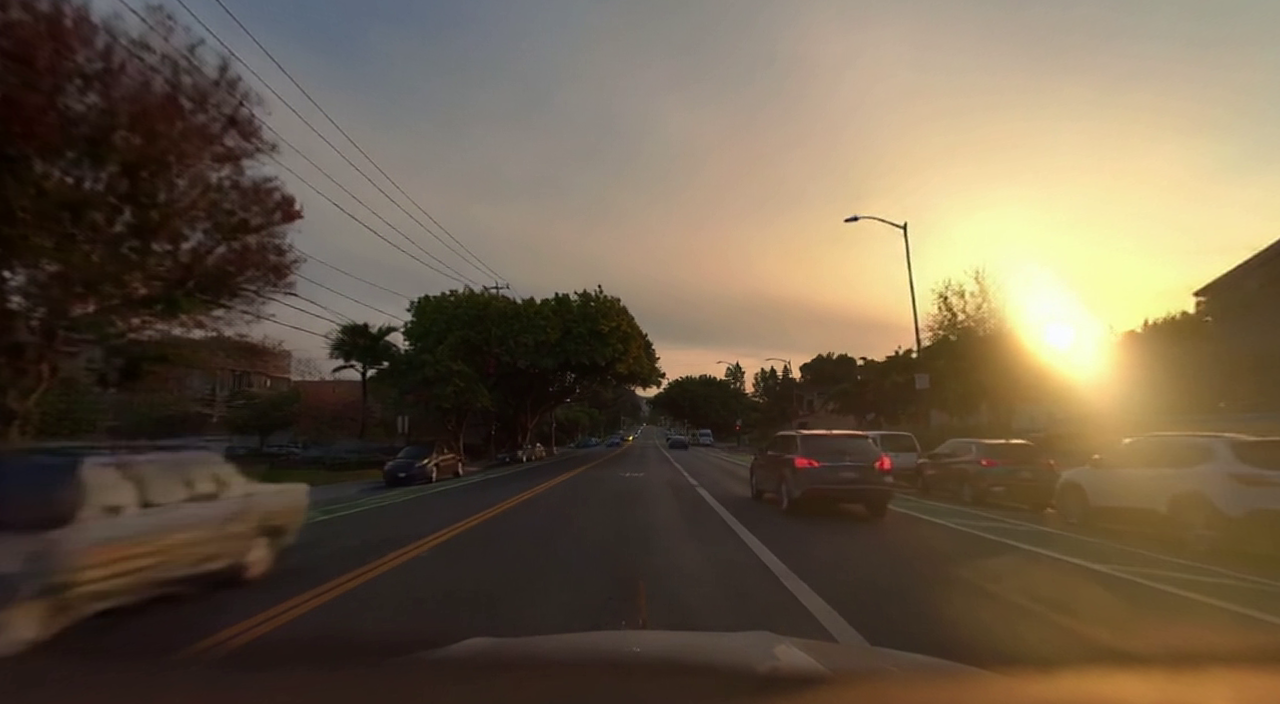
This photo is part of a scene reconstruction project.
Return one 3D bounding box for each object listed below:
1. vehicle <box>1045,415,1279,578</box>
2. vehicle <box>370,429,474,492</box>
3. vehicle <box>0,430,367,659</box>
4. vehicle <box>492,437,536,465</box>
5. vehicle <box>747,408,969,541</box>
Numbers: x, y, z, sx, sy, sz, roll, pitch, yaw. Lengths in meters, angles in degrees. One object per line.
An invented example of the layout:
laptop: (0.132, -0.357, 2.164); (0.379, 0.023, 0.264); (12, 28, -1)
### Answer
vehicle: (7.947, 1.827, 8.636); (1.879, 1.765, 4.339); (0, -8, 0)
vehicle: (-8.849, 4.377, 26.193); (2.419, 2.087, 5.334); (-3, -6, 0)
vehicle: (-4.666, 1.609, 6.288); (2.128, 1.510, 3.898); (-2, -8, 1)
vehicle: (-8.814, 6.921, 44.449); (2.228, 1.825, 4.522); (0, -8, 0)
vehicle: (3.242, 1.928, 10.579); (2.004, 1.704, 4.573); (0, -8, -1)
